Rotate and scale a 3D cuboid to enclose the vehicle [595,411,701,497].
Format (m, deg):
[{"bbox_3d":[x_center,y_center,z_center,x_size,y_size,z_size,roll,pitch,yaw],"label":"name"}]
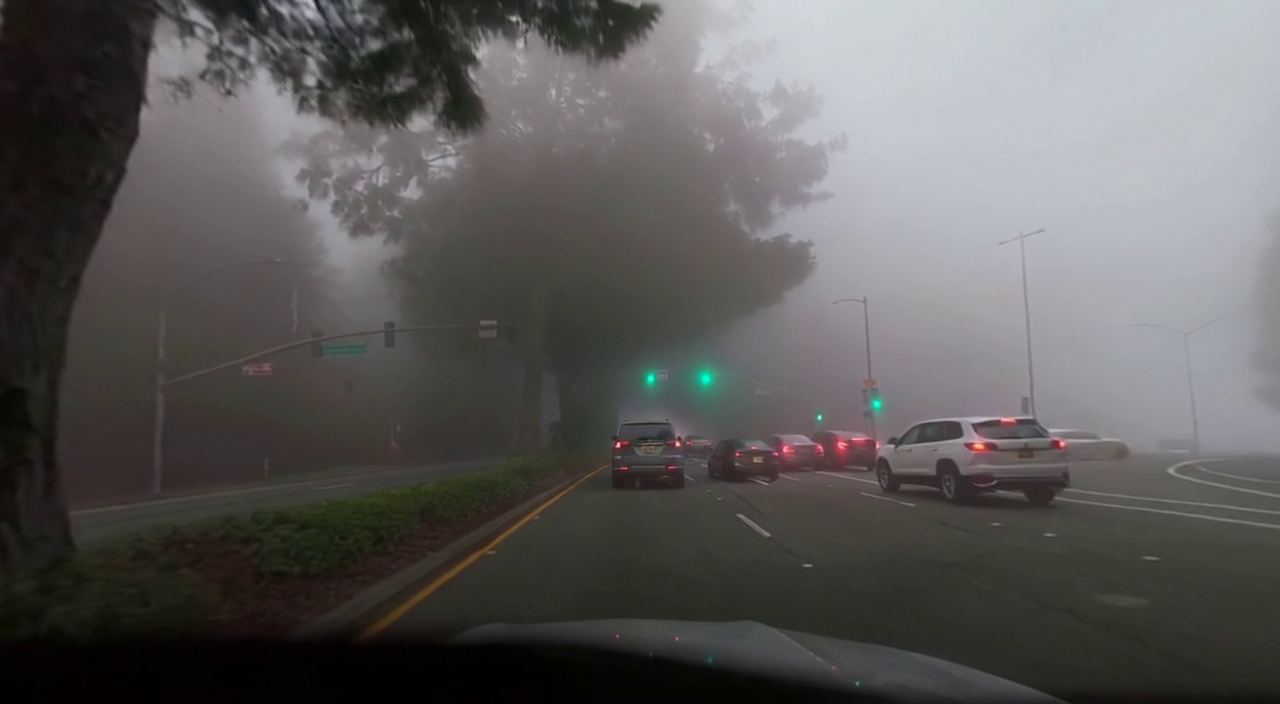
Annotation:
[{"bbox_3d":[0.166,2.570,16.157,2.353,1.894,4.122,0,-9,0],"label":"vehicle"}]

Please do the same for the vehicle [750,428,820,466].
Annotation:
[{"bbox_3d":[7.377,4.919,32.803,2.440,1.775,4.791,0,-9,-1],"label":"vehicle"}]

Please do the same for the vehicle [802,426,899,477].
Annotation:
[{"bbox_3d":[7.360,3.540,22.587,2.025,1.642,4.189,0,-9,0],"label":"vehicle"}]

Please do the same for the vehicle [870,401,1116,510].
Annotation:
[{"bbox_3d":[7.126,2.202,13.728,2.251,1.873,5.346,0,-9,0],"label":"vehicle"}]
